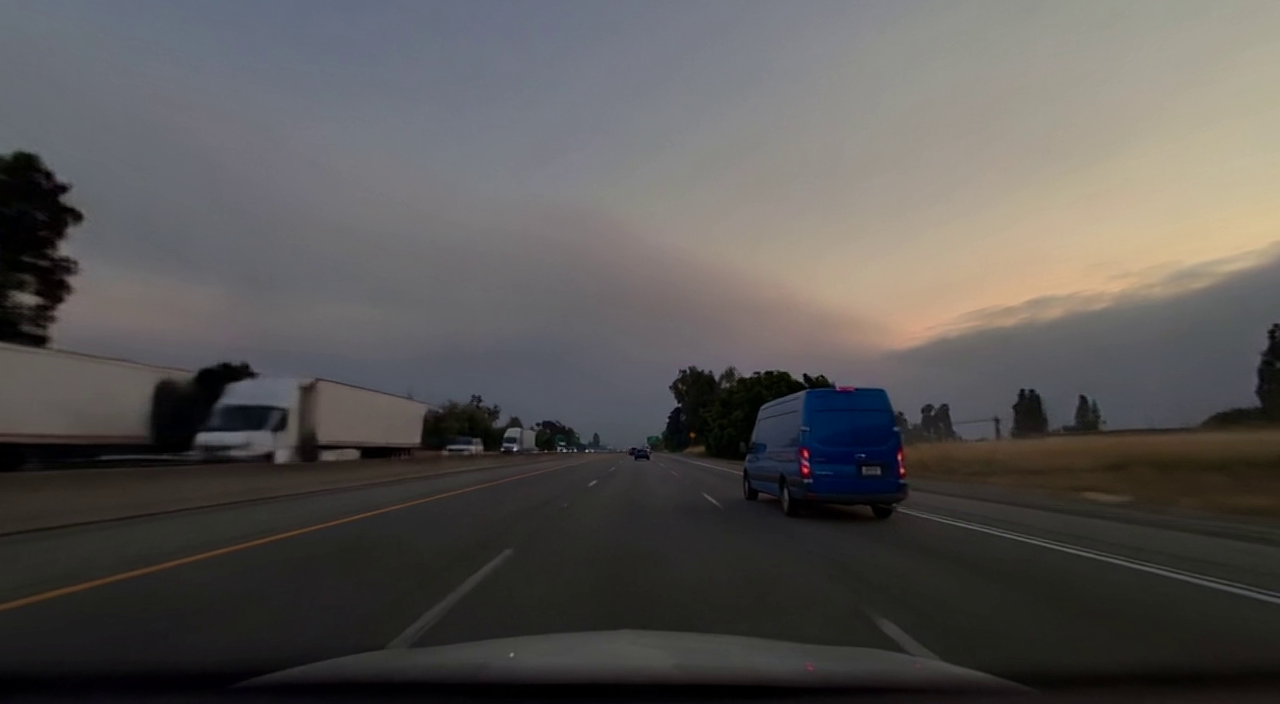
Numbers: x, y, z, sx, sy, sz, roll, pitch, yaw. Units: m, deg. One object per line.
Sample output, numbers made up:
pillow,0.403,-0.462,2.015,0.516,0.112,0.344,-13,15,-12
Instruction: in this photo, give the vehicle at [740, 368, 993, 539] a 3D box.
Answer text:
vehicle,3.886,2.008,12.750,2.552,2.524,6.630,0,-9,-1

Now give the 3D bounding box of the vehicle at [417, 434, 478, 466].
vehicle,-11.362,5.817,37.574,2.077,1.737,4.995,0,-9,0

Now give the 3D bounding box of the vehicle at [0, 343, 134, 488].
vehicle,-19.534,1.435,15.423,2.848,4.058,13.834,0,-9,0

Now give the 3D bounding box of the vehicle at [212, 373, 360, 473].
vehicle,-15.267,3.235,27.852,2.929,3.922,5.878,0,-9,0
